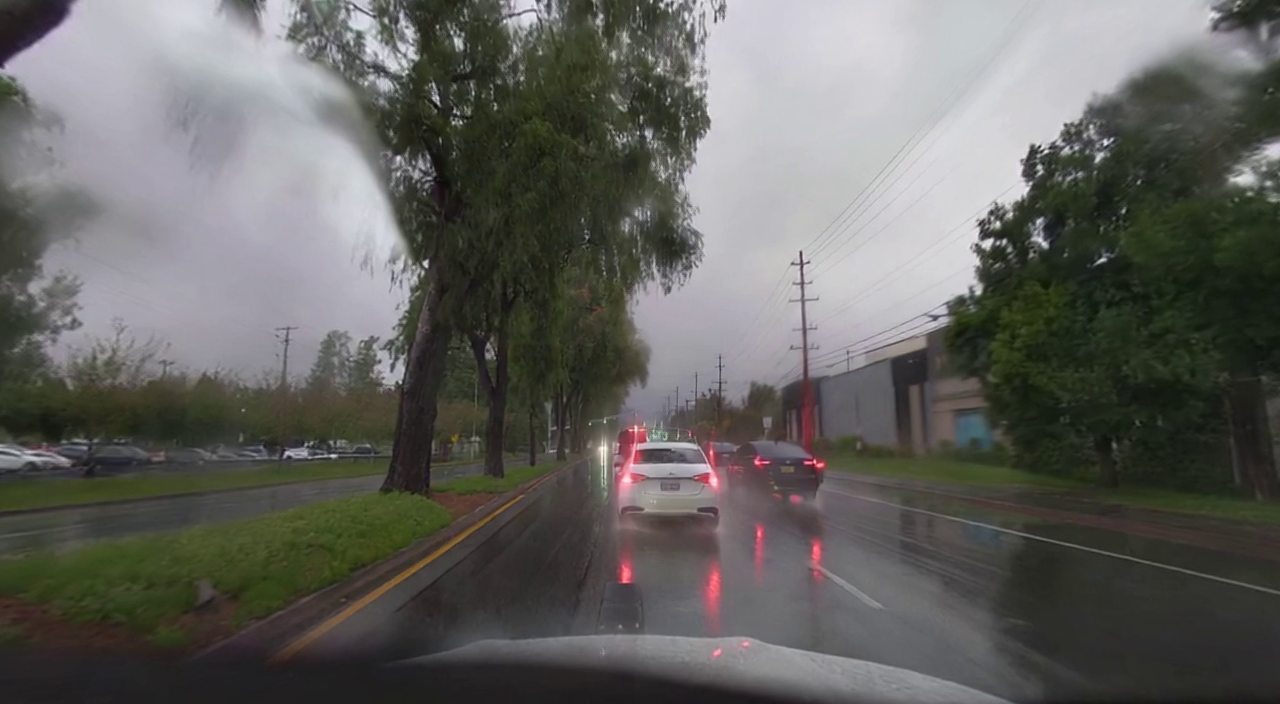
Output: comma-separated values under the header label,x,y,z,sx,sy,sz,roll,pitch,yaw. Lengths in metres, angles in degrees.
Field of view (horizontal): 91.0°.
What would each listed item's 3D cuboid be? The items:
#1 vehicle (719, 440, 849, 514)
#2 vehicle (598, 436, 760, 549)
label,x,y,z,sx,sy,sz,roll,pitch,yaw
vehicle,3.188,2.844,14.852,1.985,1.489,4.036,0,-8,-2
vehicle,0.453,2.173,10.429,2.144,1.473,4.028,0,-8,-2
